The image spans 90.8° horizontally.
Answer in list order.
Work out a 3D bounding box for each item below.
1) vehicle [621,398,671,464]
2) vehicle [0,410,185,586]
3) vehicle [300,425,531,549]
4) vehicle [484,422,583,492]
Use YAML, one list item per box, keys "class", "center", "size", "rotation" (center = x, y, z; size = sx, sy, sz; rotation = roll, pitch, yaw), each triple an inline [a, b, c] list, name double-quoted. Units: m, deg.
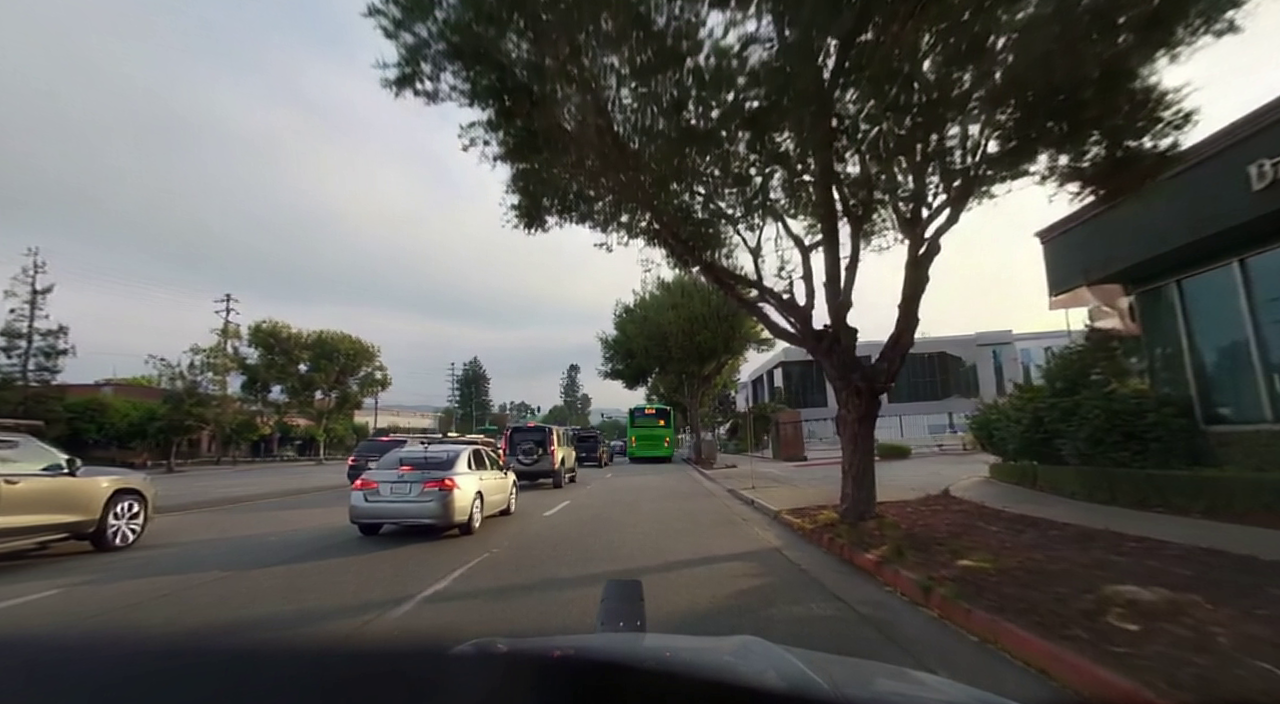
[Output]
- class: "vehicle"
  center: [0.484, 5.581, 43.523]
  size: [2.970, 3.857, 12.200]
  rotation: [0, -9, 1]
- class: "vehicle"
  center: [-7.341, 1.441, 6.270]
  size: [2.252, 1.686, 4.447]
  rotation: [0, -9, 1]
- class: "vehicle"
  center: [-3.299, 2.086, 10.444]
  size: [2.042, 1.571, 4.475]
  rotation: [0, -9, 2]
- class: "vehicle"
  center: [-3.166, 3.274, 19.986]
  size: [2.095, 1.892, 5.043]
  rotation: [0, -9, 2]
